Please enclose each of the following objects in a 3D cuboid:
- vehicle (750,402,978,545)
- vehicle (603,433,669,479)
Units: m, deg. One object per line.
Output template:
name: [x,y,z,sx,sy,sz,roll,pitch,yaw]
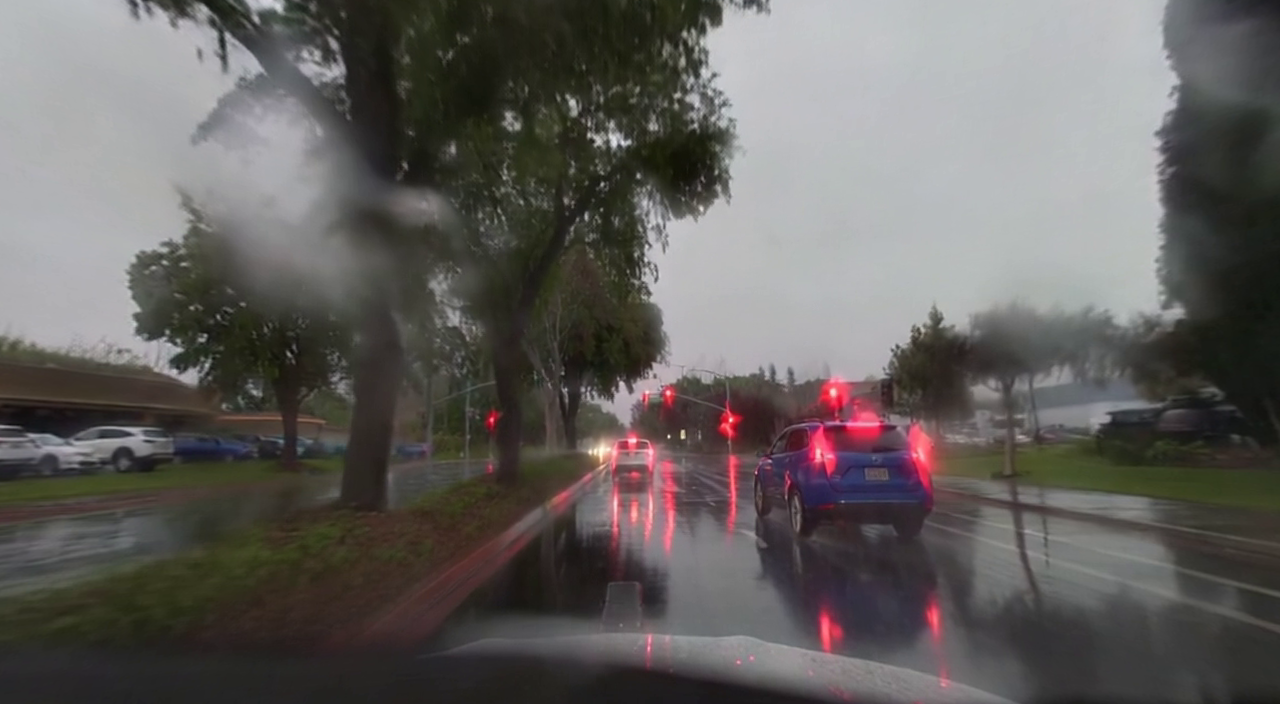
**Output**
vehicle: [3.172,1.838,10.114,2.046,1.768,4.370,0,-8,0]
vehicle: [-0.143,3.771,23.163,2.177,1.512,4.682,0,-8,0]
